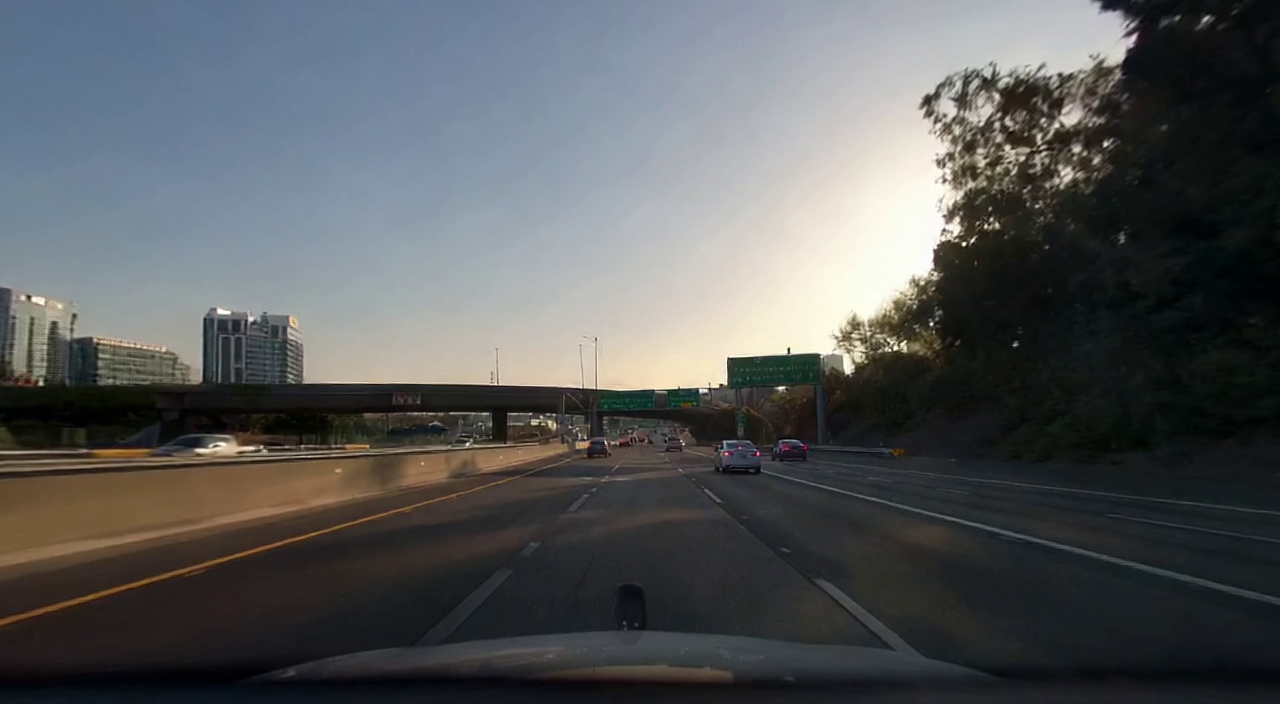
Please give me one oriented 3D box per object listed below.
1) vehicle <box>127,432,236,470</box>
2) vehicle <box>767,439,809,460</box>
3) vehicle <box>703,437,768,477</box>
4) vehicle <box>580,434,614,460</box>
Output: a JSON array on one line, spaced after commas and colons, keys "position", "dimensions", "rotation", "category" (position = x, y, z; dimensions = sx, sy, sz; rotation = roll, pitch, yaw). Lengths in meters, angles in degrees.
[{"position": [-21.179, 4.585, 29.395], "dimensions": [1.938, 1.627, 4.131], "rotation": [0, -9, 0], "category": "vehicle"}, {"position": [11.062, 7.309, 47.402], "dimensions": [2.019, 1.529, 4.385], "rotation": [0, -9, -1], "category": "vehicle"}, {"position": [3.842, 4.300, 26.129], "dimensions": [1.961, 1.504, 4.094], "rotation": [0, -9, -1], "category": "vehicle"}, {"position": [-2.996, 6.718, 44.699], "dimensions": [2.072, 1.730, 4.381], "rotation": [0, -9, 0], "category": "vehicle"}]
